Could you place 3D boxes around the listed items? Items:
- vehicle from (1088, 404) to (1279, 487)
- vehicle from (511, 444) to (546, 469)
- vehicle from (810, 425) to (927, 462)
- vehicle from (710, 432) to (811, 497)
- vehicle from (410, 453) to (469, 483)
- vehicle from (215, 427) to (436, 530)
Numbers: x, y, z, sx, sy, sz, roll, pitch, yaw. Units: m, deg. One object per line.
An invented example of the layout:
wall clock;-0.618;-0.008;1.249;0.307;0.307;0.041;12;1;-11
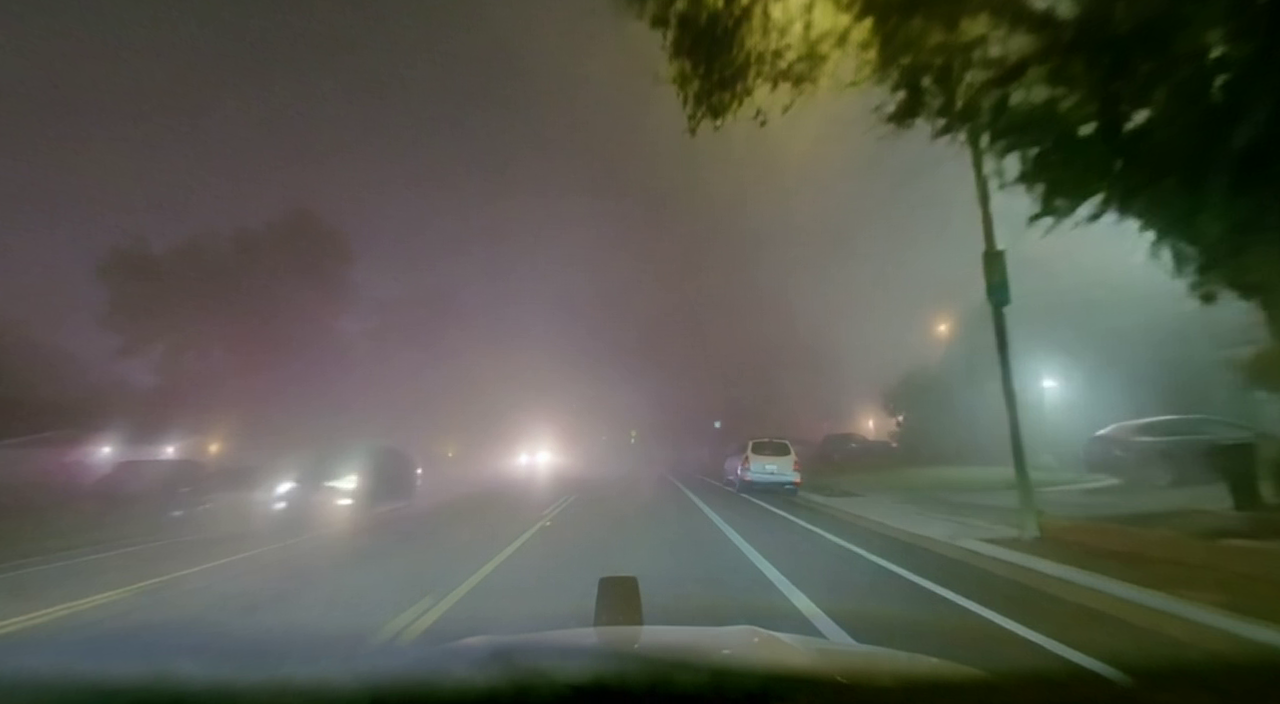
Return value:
vehicle;13.026;2.094;14.175;4.360;1.692;2.011;0;-8;0
vehicle;-8.312;7.811;47.524;2.090;1.724;4.270;1;-8;-4
vehicle;12.560;5.075;35.152;5.437;1.931;2.837;0;-8;1
vehicle;3.692;3.567;20.549;2.176;1.793;5.534;1;-8;0
vehicle;-11.146;6.461;35.461;1.922;1.496;4.598;1;-8;-1
vehicle;-6.537;2.679;14.082;2.294;1.831;5.199;1;-8;-1
